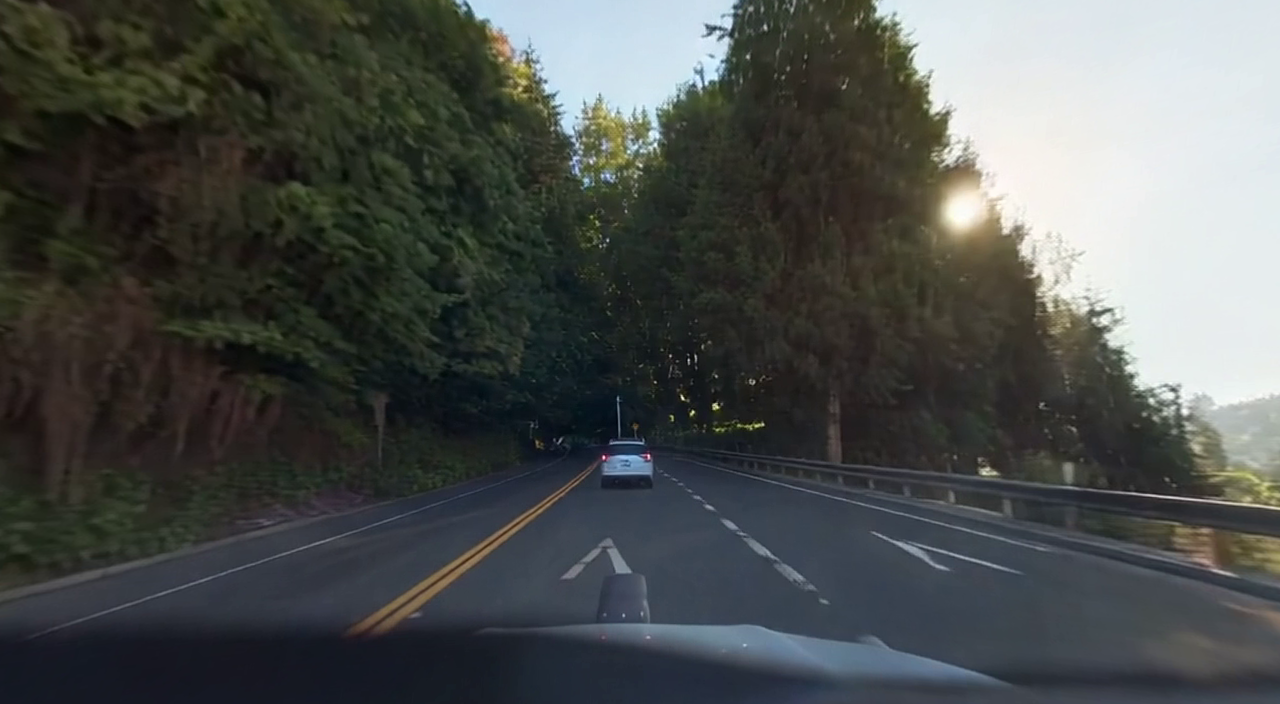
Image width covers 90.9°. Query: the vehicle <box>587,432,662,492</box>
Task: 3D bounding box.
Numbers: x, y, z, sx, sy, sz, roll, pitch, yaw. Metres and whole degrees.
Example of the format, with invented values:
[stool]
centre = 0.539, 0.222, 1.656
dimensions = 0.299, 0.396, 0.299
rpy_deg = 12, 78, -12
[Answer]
[vehicle]
centre = -0.453, 3.251, 18.886
dimensions = 2.037, 1.601, 3.643
rpy_deg = 0, -9, -1
